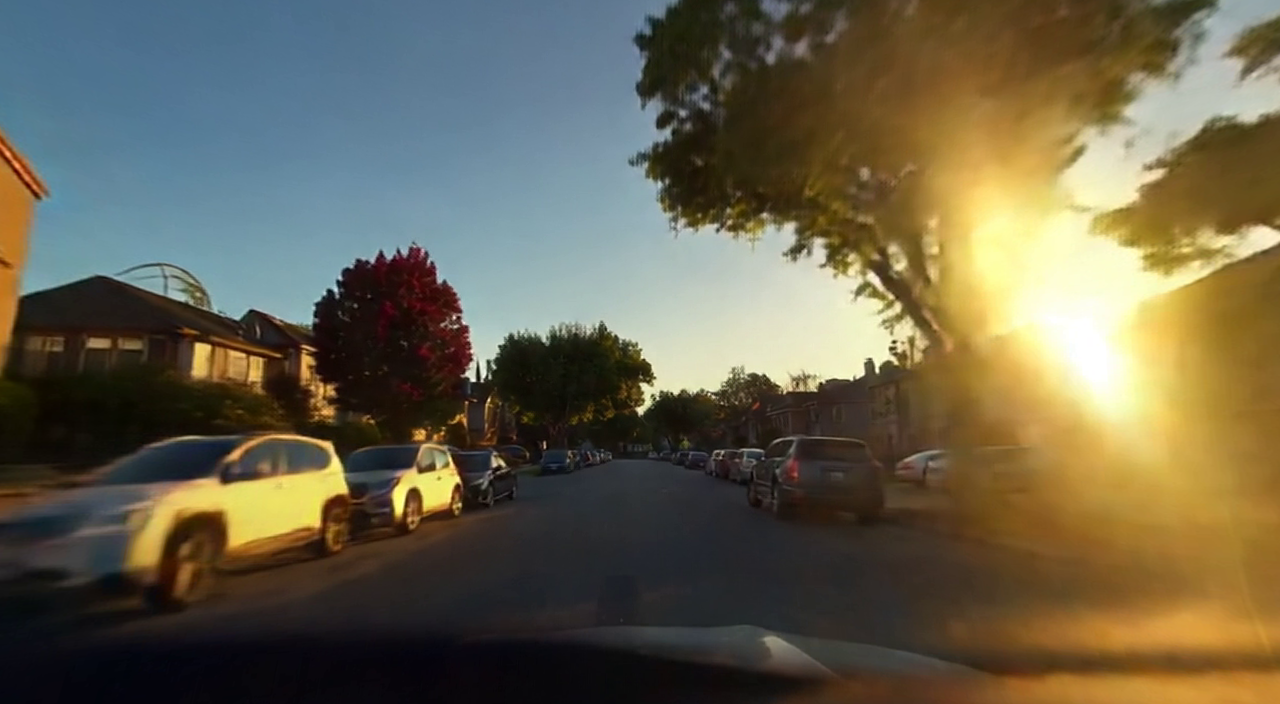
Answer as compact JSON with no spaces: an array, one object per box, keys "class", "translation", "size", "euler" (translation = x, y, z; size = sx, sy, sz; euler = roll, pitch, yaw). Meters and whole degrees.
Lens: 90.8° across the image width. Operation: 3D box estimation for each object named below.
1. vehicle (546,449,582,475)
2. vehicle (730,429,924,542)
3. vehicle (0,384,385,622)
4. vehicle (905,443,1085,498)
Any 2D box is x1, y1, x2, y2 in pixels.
[{"class":"vehicle","translation":[-4.927,7.165,41.263],"size":[1.983,1.579,3.879],"euler":[1,-9,-2]},{"class":"vehicle","translation":[3.718,2.767,14.069],"size":[2.415,1.963,5.688],"euler":[0,-8,-2]},{"class":"vehicle","translation":[-4.812,1.515,7.109],"size":[2.035,1.822,4.348],"euler":[0,-10,0]},{"class":"vehicle","translation":[10.540,3.534,18.992],"size":[4.244,1.479,1.969],"euler":[1,-9,-2]}]
